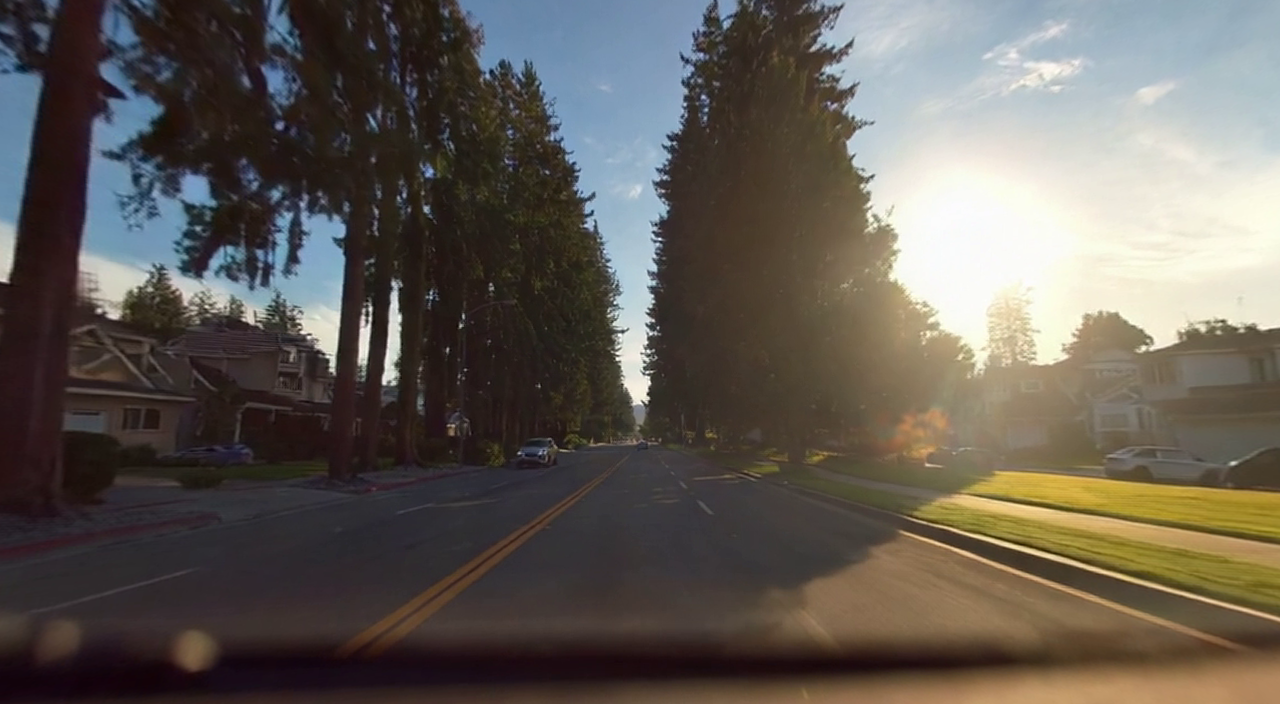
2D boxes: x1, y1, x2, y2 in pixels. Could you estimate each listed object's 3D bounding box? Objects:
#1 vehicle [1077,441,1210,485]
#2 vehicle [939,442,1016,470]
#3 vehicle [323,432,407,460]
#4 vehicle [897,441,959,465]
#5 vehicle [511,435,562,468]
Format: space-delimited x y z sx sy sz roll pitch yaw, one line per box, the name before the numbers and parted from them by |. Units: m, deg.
vehicle | 18.852 4.136 23.915 1.755 1.521 3.968 0 -8 1
vehicle | 18.981 5.823 35.761 1.773 1.463 4.486 0 -8 -2
vehicle | -16.252 5.574 37.476 4.045 1.622 1.983 0 -8 4
vehicle | 18.846 6.590 41.577 1.946 1.459 4.489 0 -8 -1
vehicle | -6.094 5.910 37.675 2.108 1.793 4.864 0 -8 1
